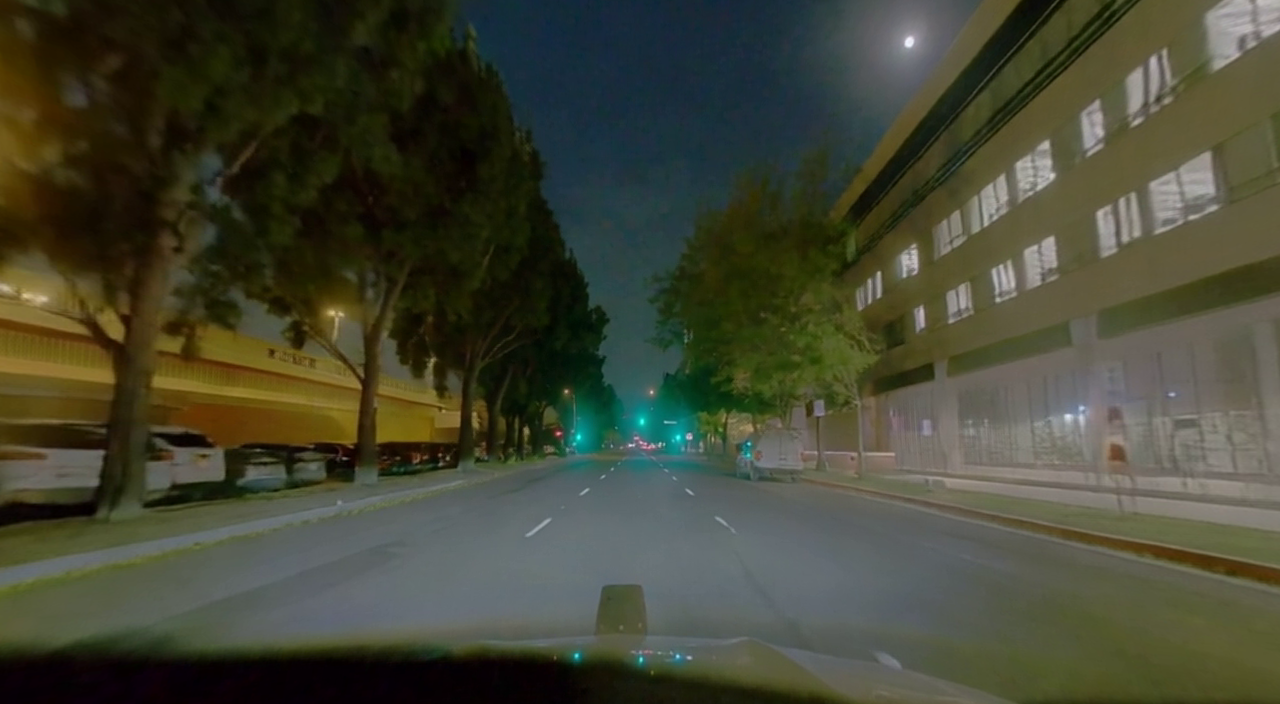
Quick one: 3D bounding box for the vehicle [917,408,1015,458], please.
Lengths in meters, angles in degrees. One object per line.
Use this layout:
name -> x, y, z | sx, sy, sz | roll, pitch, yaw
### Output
vehicle -> 18.938, 4.835, 37.087 | 2.341, 2.648, 6.024 | 1, -8, -2

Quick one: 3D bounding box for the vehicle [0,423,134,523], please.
vehicle -> -13.282, 2.355, 12.556 | 4.461, 1.791, 2.202 | 0, -8, 0

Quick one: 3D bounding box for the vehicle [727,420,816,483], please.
vehicle -> 5.708, 4.458, 28.506 | 2.596, 2.509, 6.178 | 0, -8, -1

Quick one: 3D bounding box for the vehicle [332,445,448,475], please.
vehicle -> -13.198, 5.723, 33.574 | 5.269, 1.491, 2.133 | -1, -8, 2

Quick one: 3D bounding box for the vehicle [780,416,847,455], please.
vehicle -> 13.591, 6.691, 49.986 | 3.046, 2.906, 7.271 | 0, -9, -1
